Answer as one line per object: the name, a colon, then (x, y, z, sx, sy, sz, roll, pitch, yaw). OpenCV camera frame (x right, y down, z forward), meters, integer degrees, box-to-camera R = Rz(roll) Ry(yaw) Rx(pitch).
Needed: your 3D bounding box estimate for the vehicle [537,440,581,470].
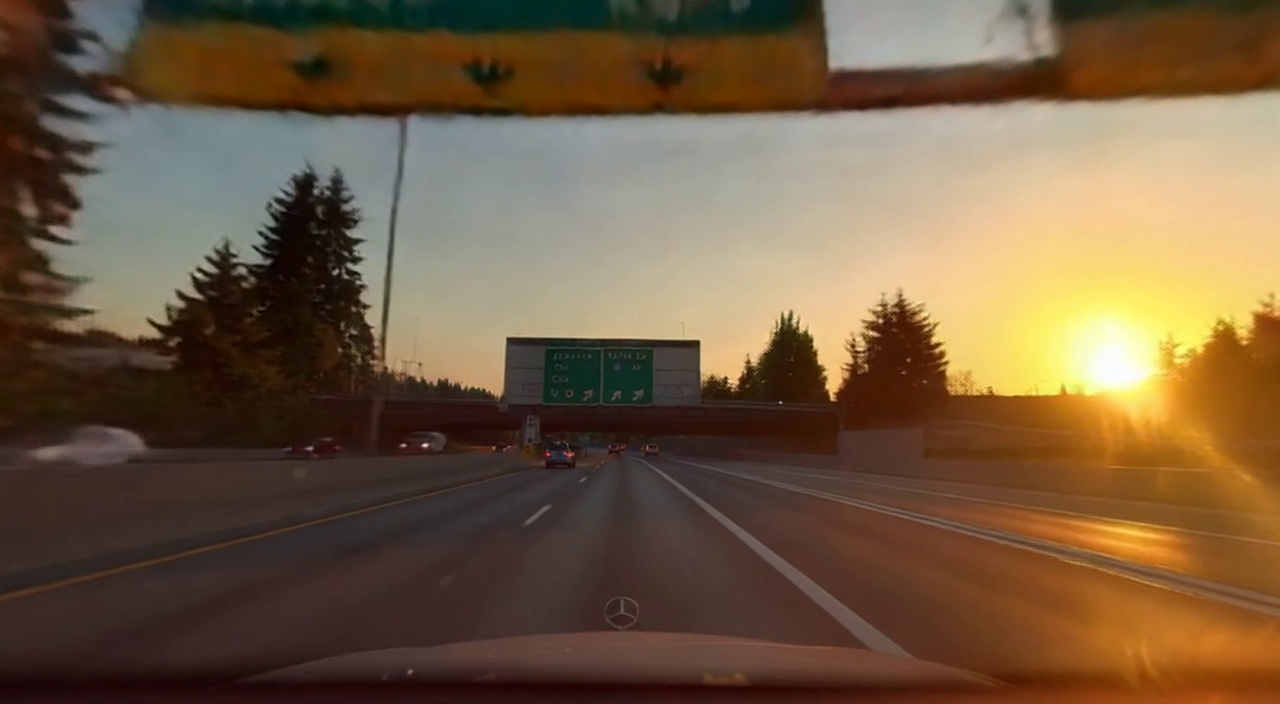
vehicle: (-4.613, 5.906, 36.178, 2.071, 1.615, 3.868, 0, -9, -1)

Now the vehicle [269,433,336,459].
vehicle: (-21.687, 6.107, 40.497, 1.872, 1.579, 4.500, 0, -9, -1)

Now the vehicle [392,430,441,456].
vehicle: (-17.595, 7.254, 49.637, 2.070, 1.906, 5.188, 0, -9, -1)

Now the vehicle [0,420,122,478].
vehicle: (-17.505, 2.805, 18.125, 1.759, 1.489, 3.855, 0, -9, -1)
